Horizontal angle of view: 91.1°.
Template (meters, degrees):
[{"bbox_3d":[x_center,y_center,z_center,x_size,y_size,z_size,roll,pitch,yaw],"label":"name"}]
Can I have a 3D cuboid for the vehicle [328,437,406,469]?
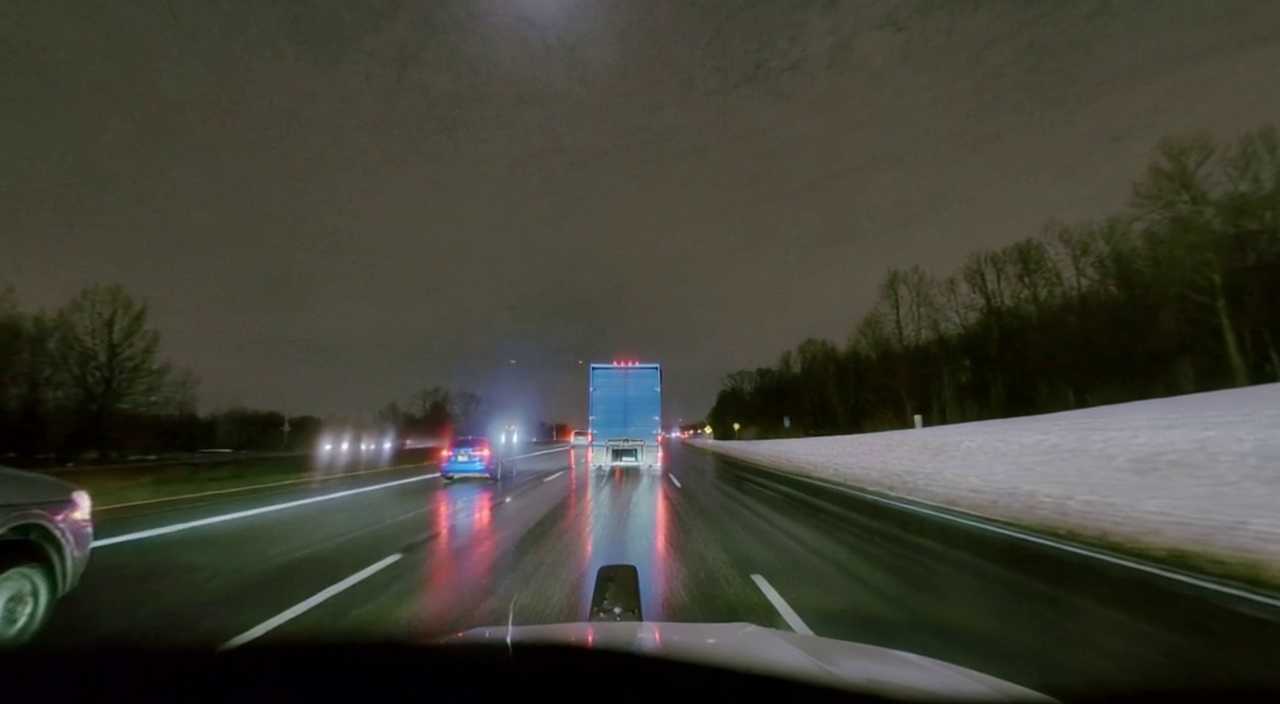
[{"bbox_3d":[-14.315,5.280,33.308,1.960,1.555,4.728,0,-8,1],"label":"vehicle"}]

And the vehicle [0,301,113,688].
[{"bbox_3d":[-4.372,0.485,1.365,2.168,1.985,4.952,0,-8,-1],"label":"vehicle"}]

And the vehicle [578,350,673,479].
[{"bbox_3d":[-0.527,2.617,24.857,2.953,4.041,10.072,0,-8,-1],"label":"vehicle"}]

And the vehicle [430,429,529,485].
[{"bbox_3d":[-4.843,3.212,19.664,1.931,1.539,4.441,0,-8,-1],"label":"vehicle"}]

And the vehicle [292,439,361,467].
[{"bbox_3d":[-18.238,5.865,36.765,1.823,1.500,4.194,0,-8,0],"label":"vehicle"}]
